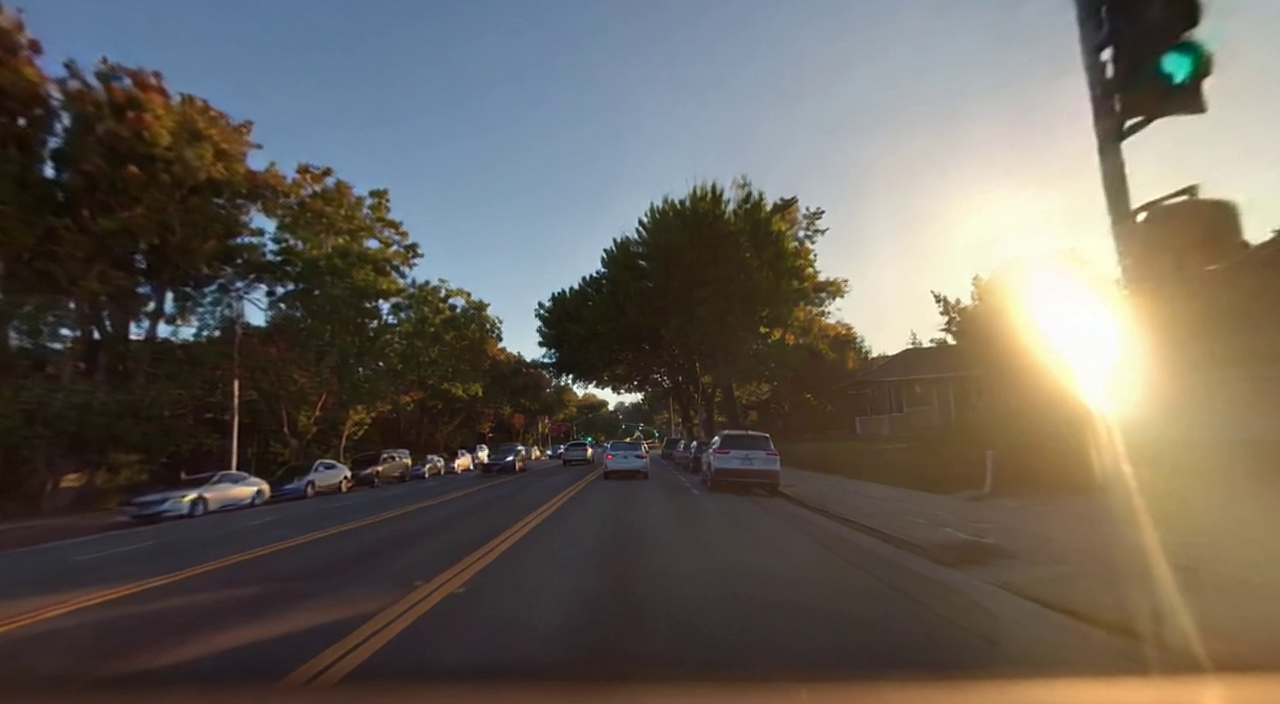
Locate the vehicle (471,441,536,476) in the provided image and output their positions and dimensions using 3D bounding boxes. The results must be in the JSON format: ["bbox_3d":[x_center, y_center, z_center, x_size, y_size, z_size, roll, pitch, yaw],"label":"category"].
[{"bbox_3d":[-6.484,5.098,30.552,1.998,1.518,4.817,0,-8,1],"label":"vehicle"}]

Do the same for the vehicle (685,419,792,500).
[{"bbox_3d":[2.482,2.877,17.221,2.119,1.884,4.567,0,-8,-1],"label":"vehicle"}]

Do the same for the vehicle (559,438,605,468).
[{"bbox_3d":[-3.093,5.473,34.468,2.117,1.528,4.277,0,-8,-1],"label":"vehicle"}]

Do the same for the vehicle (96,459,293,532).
[{"bbox_3d":[-12.434,3.989,18.212,2.050,1.518,5.115,-3,-8,-1],"label":"vehicle"}]

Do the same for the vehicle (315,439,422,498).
[{"bbox_3d":[-12.306,5.248,29.250,2.249,2.093,6.297,-8,-7,-3],"label":"vehicle"}]

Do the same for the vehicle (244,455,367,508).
[{"bbox_3d":[-12.140,4.675,23.362,2.047,1.497,4.949,-4,-8,-2],"label":"vehicle"}]

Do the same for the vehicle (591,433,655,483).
[{"bbox_3d":[-0.560,3.710,22.411,2.041,1.575,4.304,0,-8,0],"label":"vehicle"}]
